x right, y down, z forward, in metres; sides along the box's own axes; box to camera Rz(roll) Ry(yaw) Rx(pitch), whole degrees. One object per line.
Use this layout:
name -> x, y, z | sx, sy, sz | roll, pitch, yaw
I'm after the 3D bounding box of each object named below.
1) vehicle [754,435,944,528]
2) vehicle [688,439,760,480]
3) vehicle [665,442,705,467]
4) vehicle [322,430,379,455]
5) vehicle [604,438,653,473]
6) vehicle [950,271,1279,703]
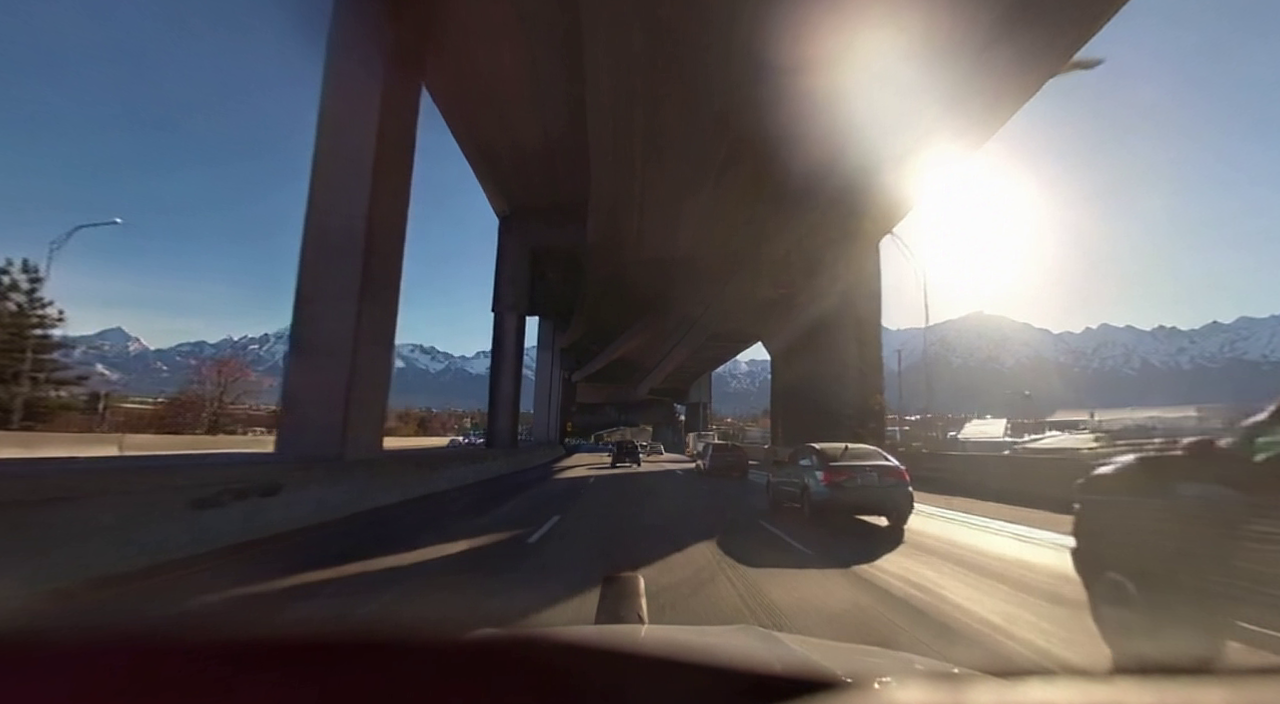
vehicle -> 3.804, 2.441, 12.604 | 1.923, 1.462, 4.895 | 0, -9, -3
vehicle -> 3.292, 4.321, 25.649 | 2.057, 1.517, 4.538 | 0, -9, -3
vehicle -> 2.802, 6.495, 40.309 | 1.905, 1.491, 4.468 | 0, -9, -4
vehicle -> -20.016, 6.325, 43.891 | 1.965, 1.627, 4.533 | 0, -9, -2
vehicle -> -0.644, 5.060, 31.068 | 2.266, 1.549, 3.978 | 0, -9, -3
vehicle -> 4.061, 0.571, 1.748 | 2.747, 2.061, 7.011 | 0, -9, -1
